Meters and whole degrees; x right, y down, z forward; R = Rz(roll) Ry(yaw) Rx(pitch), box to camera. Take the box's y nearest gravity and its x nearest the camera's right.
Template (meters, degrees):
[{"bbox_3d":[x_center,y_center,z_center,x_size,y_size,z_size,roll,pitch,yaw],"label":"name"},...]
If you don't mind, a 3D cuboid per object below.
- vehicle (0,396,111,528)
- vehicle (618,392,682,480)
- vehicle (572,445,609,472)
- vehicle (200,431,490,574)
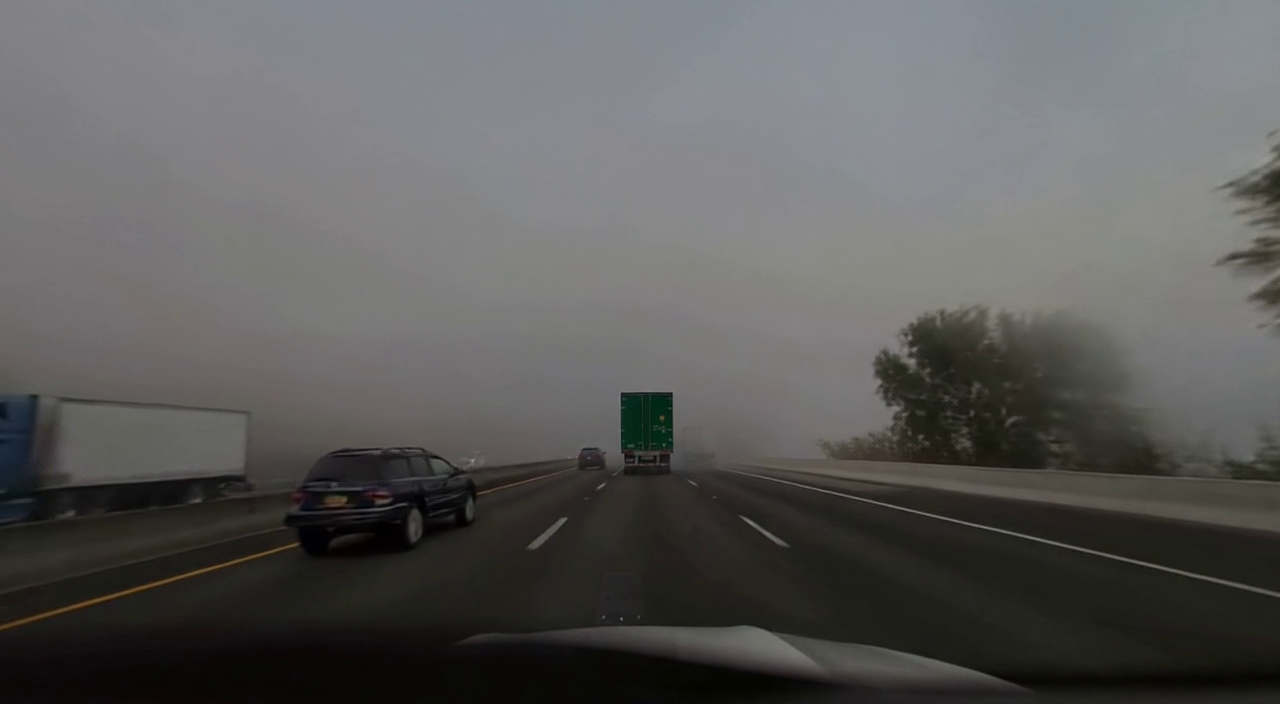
[{"bbox_3d":[-18.029,2.869,16.481,3.067,3.366,5.874,0,-9,1],"label":"vehicle"},{"bbox_3d":[0.441,4.739,34.885,2.932,4.042,11.054,0,-9,0],"label":"vehicle"},{"bbox_3d":[-3.267,7.118,42.297,2.173,1.657,4.401,0,-9,-1],"label":"vehicle"},{"bbox_3d":[-3.660,1.933,8.840,2.050,1.517,3.996,0,-9,1],"label":"vehicle"}]
